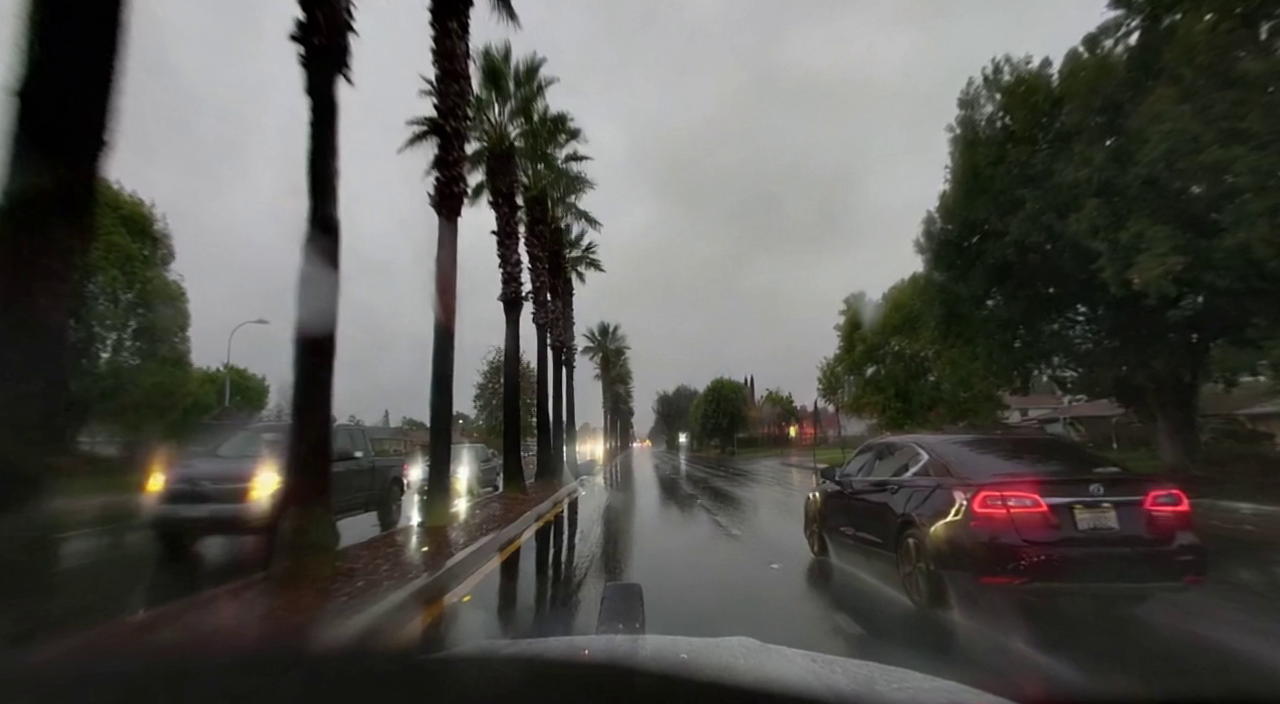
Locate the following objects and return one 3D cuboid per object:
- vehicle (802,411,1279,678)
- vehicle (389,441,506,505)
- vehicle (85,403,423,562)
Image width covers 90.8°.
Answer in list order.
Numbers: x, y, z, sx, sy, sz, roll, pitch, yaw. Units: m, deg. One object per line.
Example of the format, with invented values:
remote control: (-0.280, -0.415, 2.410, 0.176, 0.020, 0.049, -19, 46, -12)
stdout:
vehicle: (3.159, 1.443, 5.970, 1.989, 1.492, 4.689, 0, -9, 0)
vehicle: (-4.870, 3.104, 16.663, 1.798, 1.441, 4.309, 0, -9, -1)
vehicle: (-5.225, 1.854, 9.746, 1.917, 1.756, 5.264, 0, -9, -1)
